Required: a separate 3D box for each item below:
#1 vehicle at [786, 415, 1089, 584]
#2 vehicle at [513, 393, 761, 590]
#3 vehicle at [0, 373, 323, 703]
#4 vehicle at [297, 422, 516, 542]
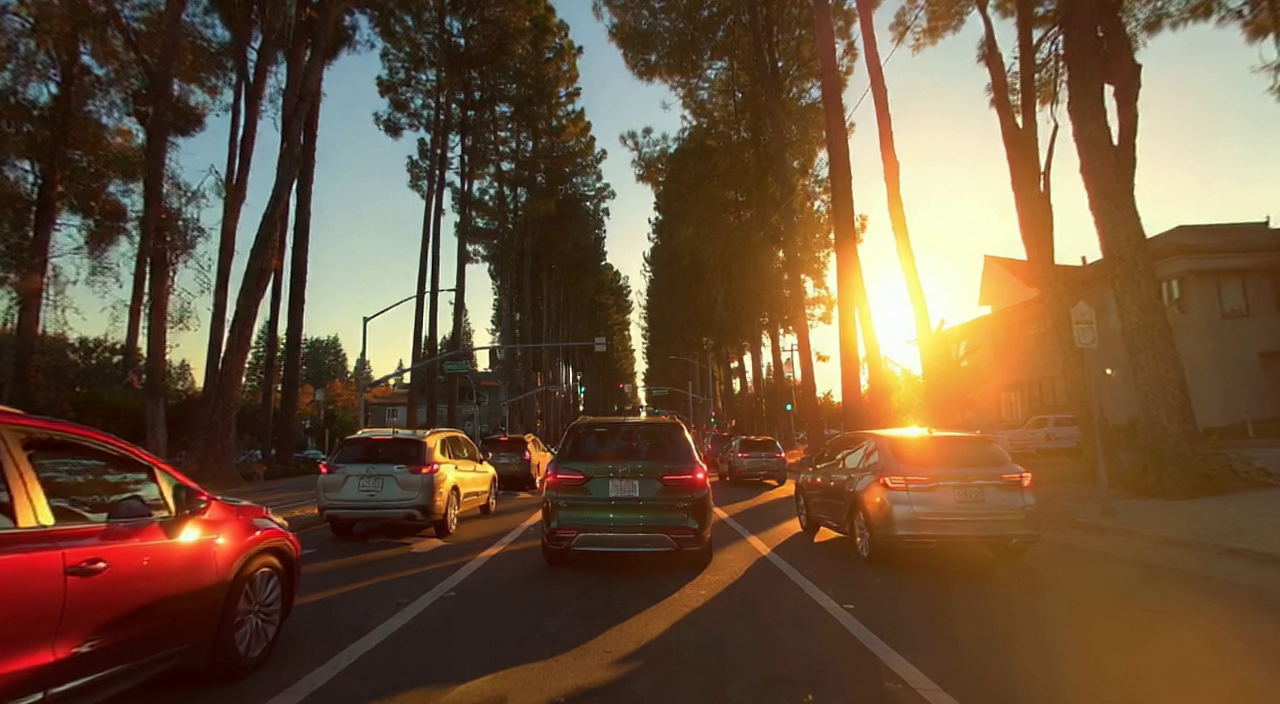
[{"bbox_3d":[3.255,1.668,7.862,1.922,1.579,3.642,0,-8,-1],"label":"vehicle"},{"bbox_3d":[-0.010,1.535,7.695,2.193,1.744,4.033,0,-8,1],"label":"vehicle"},{"bbox_3d":[-3.782,0.995,3.298,1.929,1.641,4.193,0,-8,2],"label":"vehicle"},{"bbox_3d":[-3.662,2.117,10.918,2.042,1.641,4.314,0,-8,1],"label":"vehicle"}]
